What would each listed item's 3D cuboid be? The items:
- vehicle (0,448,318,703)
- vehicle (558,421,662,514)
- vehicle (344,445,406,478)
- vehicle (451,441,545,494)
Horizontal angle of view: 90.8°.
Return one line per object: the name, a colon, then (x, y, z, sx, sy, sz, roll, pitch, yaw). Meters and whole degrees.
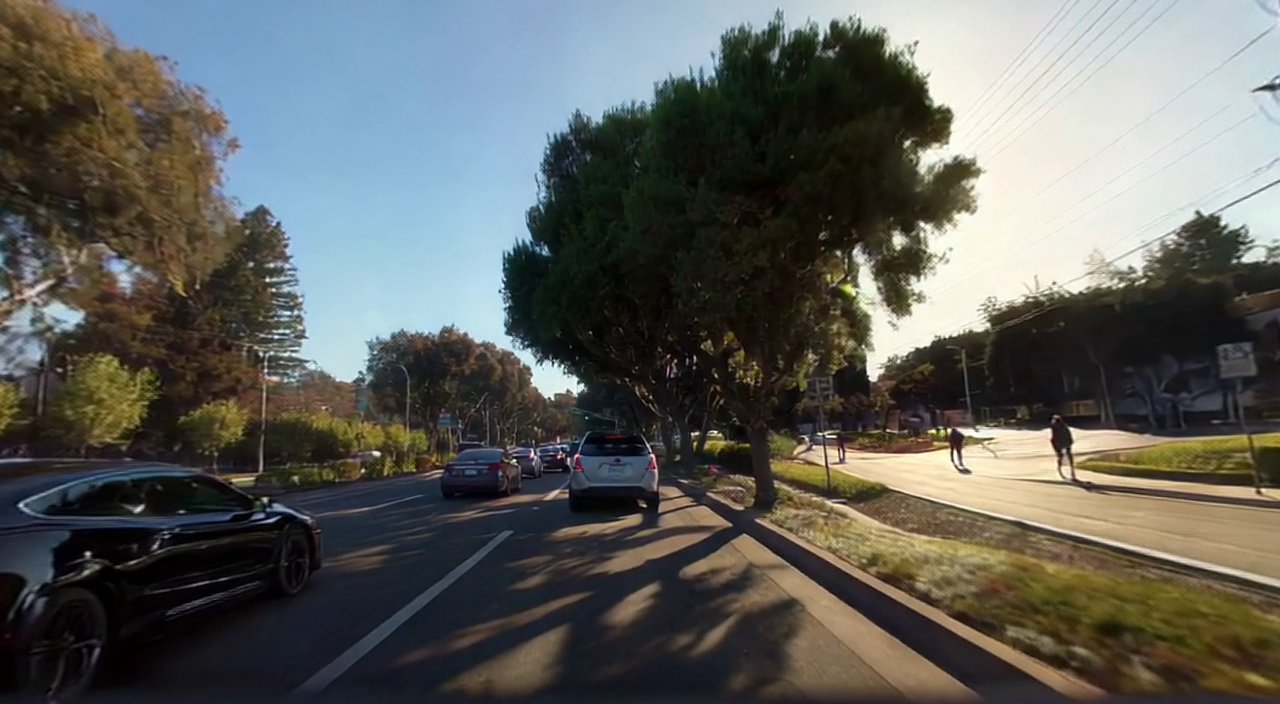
vehicle: (-3.716, 1.163, 3.187, 1.865, 1.314, 4.461, 0, -8, 0)
vehicle: (-0.637, 2.527, 14.239, 2.012, 1.769, 3.897, 0, -8, -2)
vehicle: (-15.642, 6.458, 37.494, 1.785, 1.745, 4.405, 0, -8, -1)
vehicle: (-4.400, 3.629, 20.334, 2.087, 1.485, 4.452, 0, -8, -1)
